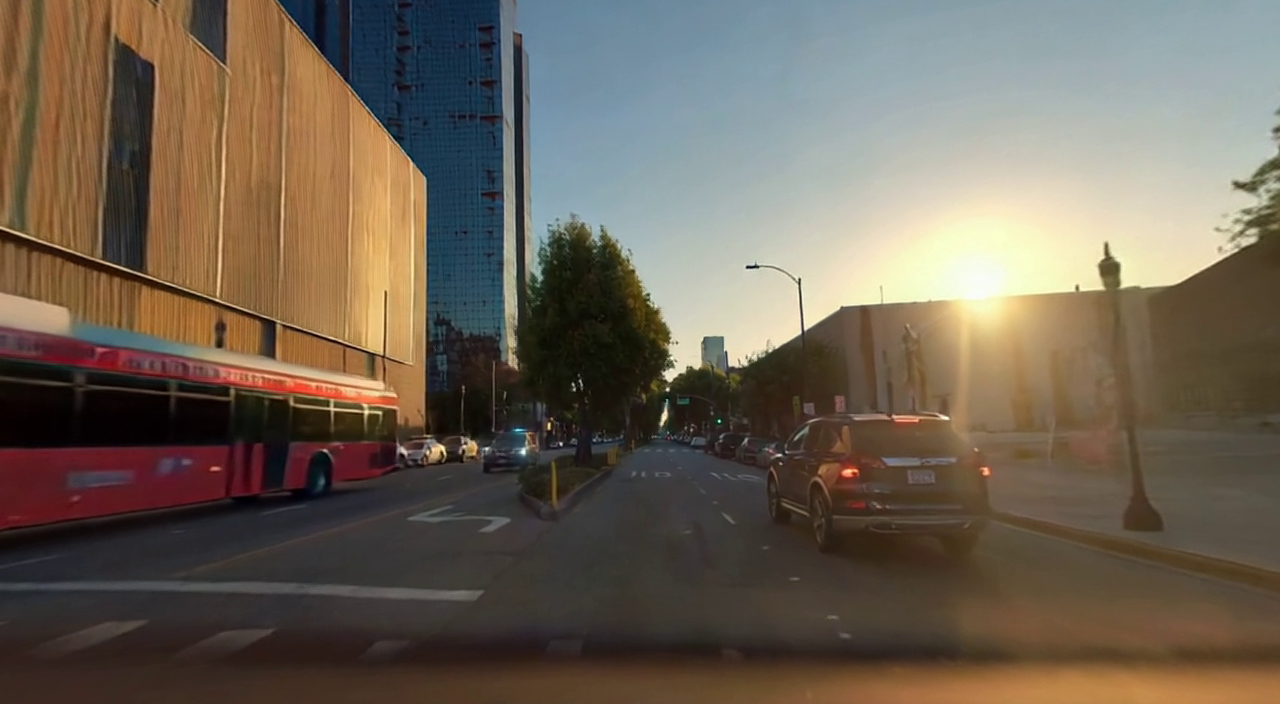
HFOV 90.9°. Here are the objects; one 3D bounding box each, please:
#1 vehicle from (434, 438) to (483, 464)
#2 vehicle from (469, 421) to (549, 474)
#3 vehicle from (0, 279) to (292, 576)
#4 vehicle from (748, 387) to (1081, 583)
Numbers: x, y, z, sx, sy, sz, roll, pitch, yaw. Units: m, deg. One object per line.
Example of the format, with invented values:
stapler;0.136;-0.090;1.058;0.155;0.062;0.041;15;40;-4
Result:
vehicle;-11.791;6.458;41.300;1.937;1.642;4.591;0;-8;-2
vehicle;-5.031;3.770;25.002;2.030;1.881;4.994;0;-8;1
vehicle;-8.973;0.946;7.796;3.318;3.359;10.406;0;-8;1
vehicle;3.066;1.648;8.741;2.118;1.848;5.426;0;-8;-1
